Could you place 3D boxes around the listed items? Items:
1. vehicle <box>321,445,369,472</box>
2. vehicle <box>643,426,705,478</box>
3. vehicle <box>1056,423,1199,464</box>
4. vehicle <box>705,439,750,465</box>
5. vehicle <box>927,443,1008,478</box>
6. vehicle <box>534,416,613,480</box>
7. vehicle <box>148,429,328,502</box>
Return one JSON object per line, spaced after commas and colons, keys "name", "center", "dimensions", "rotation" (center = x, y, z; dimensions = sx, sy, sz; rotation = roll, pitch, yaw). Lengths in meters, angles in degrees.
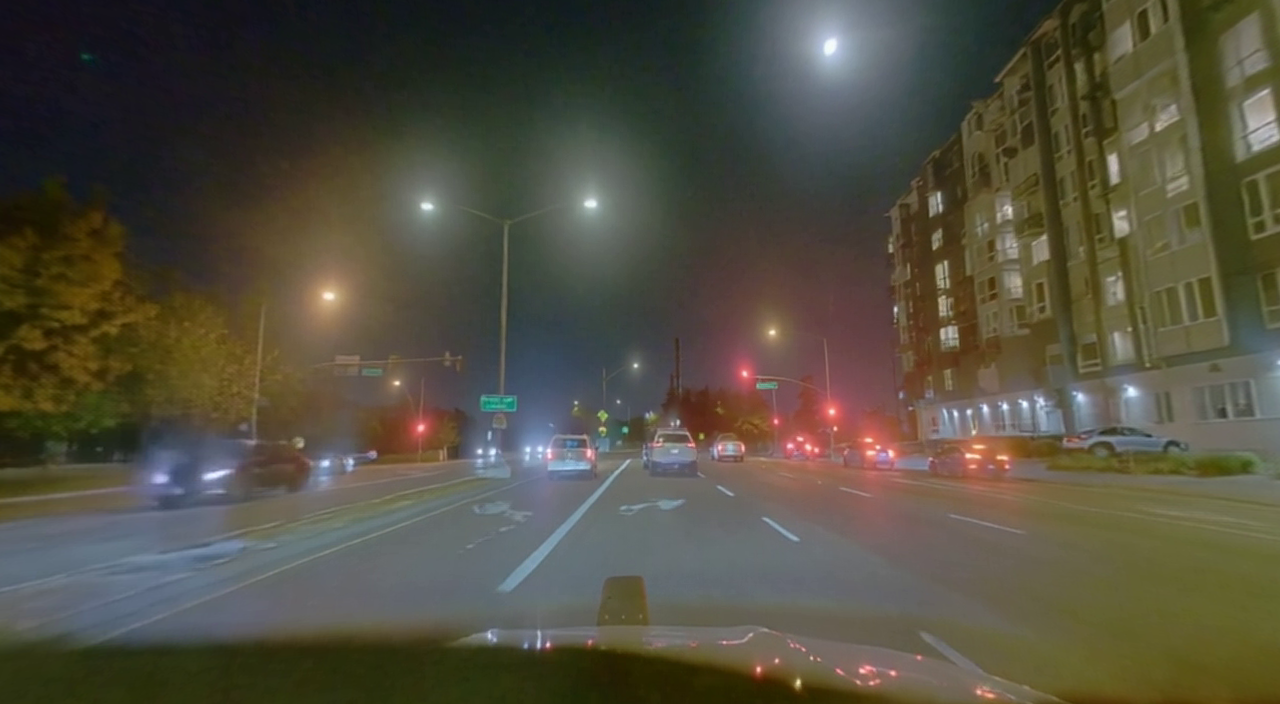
{"name": "vehicle", "center": [-17.984, 6.423, 38.321], "dimensions": [1.993, 1.462, 4.586], "rotation": [5, -10, -32]}
{"name": "vehicle", "center": [1.233, 3.899, 24.753], "dimensions": [2.222, 1.841, 4.031], "rotation": [0, -8, 0]}
{"name": "vehicle", "center": [23.824, 4.520, 31.013], "dimensions": [5.050, 1.756, 2.206], "rotation": [-2, -9, 2]}
{"name": "vehicle", "center": [5.307, 6.121, 38.783], "dimensions": [2.075, 1.486, 4.316], "rotation": [0, -8, 0]}
{"name": "vehicle", "center": [14.855, 4.907, 28.855], "dimensions": [1.706, 1.474, 3.761], "rotation": [0, -8, 1]}
{"name": "vehicle", "center": [-2.364, 3.637, 23.984], "dimensions": [2.396, 2.143, 4.824], "rotation": [0, -8, 1]}
{"name": "vehicle", "center": [-11.102, 3.145, 17.948], "dimensions": [2.098, 1.760, 4.654], "rotation": [0, -8, -1]}
